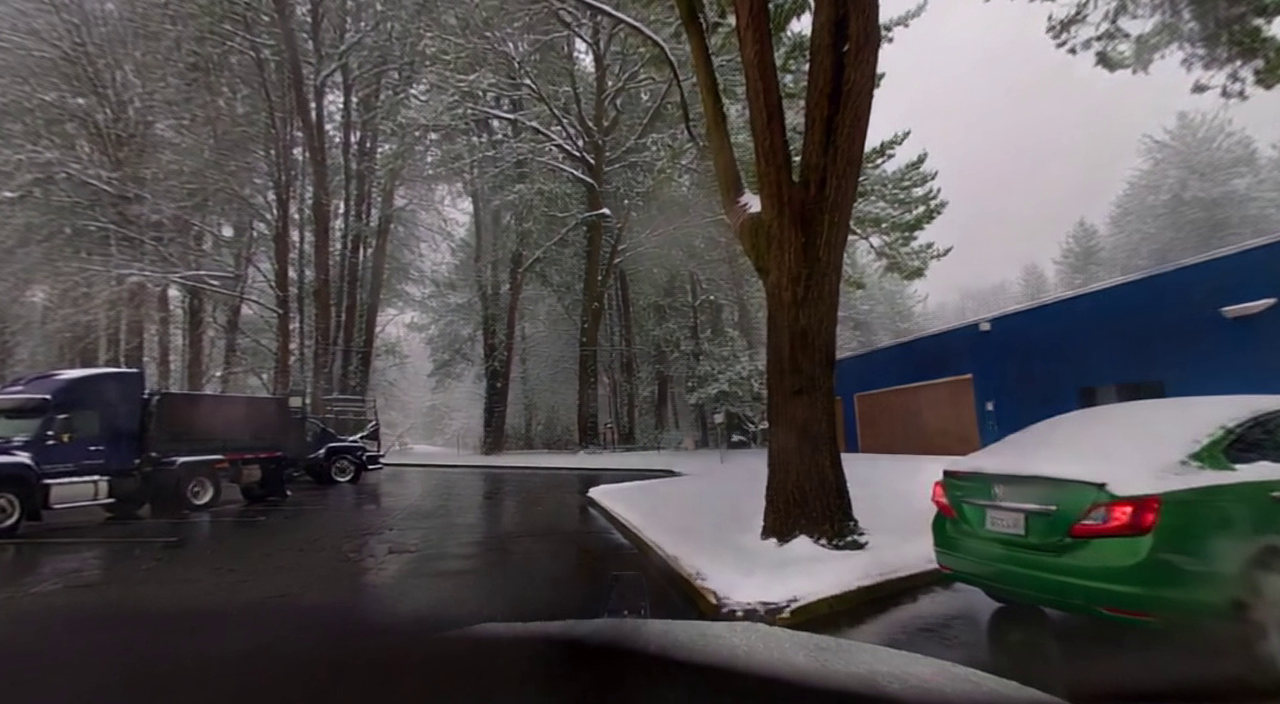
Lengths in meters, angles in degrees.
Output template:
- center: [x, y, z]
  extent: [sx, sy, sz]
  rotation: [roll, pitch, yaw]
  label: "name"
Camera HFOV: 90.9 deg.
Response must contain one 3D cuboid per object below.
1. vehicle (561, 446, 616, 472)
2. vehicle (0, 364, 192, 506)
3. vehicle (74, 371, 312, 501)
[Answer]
- center: [-3.202, 6.706, 39.614]
  extent: [1.809, 1.506, 3.473]
  rotation: [-5, -10, 29]
  label: "vehicle"
- center: [-19.897, 2.958, 21.781]
  extent: [11.512, 3.871, 3.038]
  rotation: [-6, -11, 34]
  label: "vehicle"
- center: [-17.614, 3.344, 24.396]
  extent: [11.906, 4.069, 2.948]
  rotation: [-6, -11, 33]
  label: "vehicle"
